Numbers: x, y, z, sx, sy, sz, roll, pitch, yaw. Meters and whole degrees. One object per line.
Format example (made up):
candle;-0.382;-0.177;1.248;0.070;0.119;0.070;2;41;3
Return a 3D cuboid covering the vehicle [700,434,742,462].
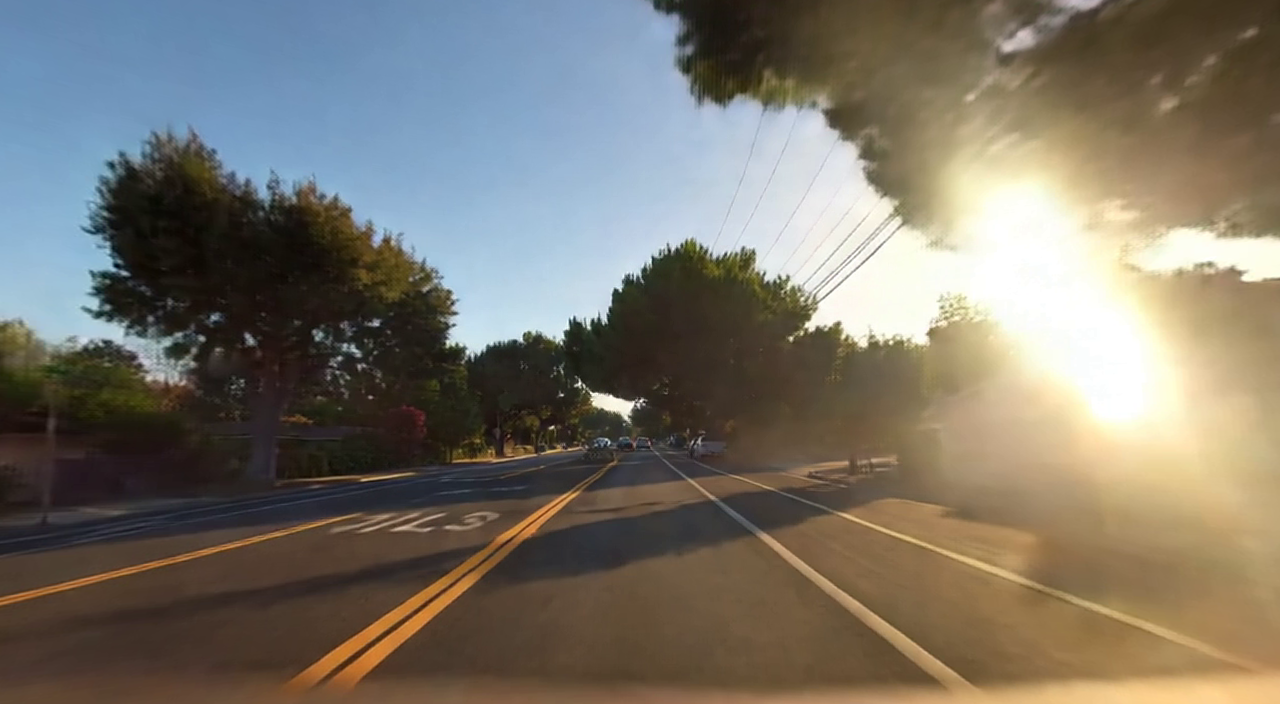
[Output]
vehicle;5.474;6.584;43.205;2.160;1.800;4.646;0;-8;-1
